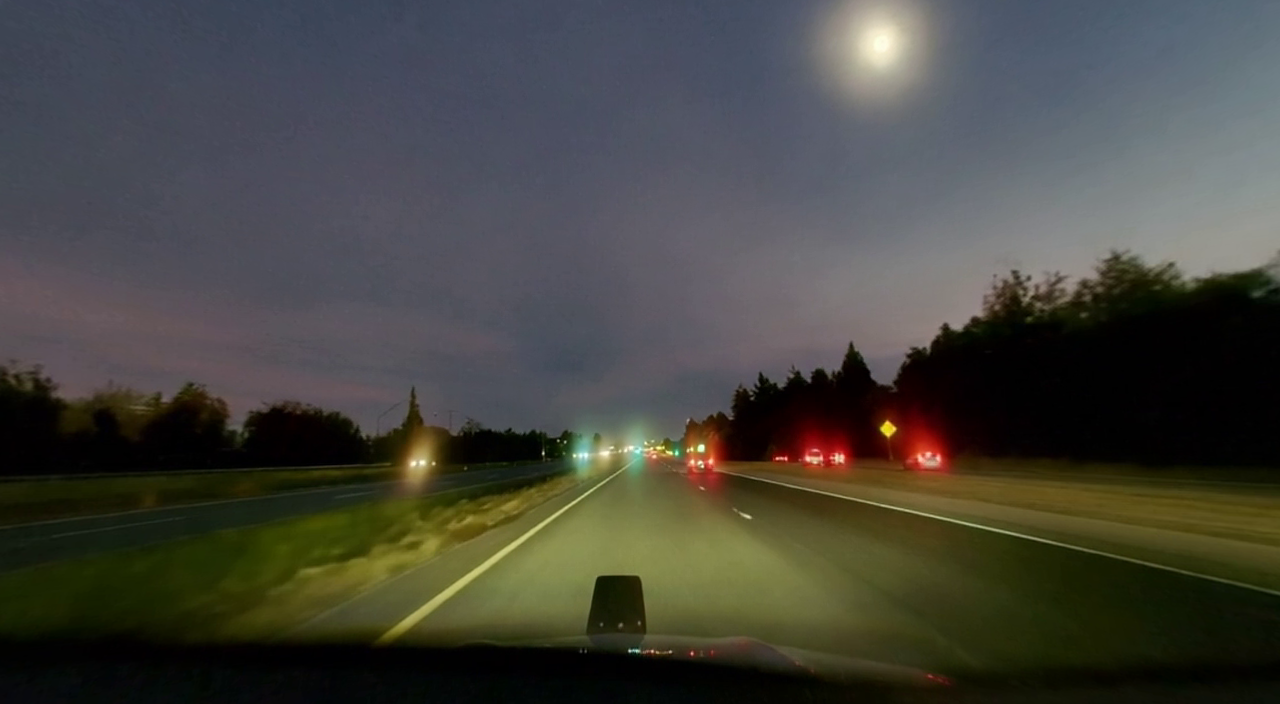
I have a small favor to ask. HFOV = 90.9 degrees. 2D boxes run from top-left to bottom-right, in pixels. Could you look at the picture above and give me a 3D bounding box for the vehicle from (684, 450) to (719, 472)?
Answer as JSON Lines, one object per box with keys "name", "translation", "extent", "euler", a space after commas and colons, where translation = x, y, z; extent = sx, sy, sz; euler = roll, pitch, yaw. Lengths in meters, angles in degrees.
{"name": "vehicle", "translation": [4.252, 7.639, 44.406], "extent": [1.984, 1.481, 4.376], "euler": [0, -9, 0]}
